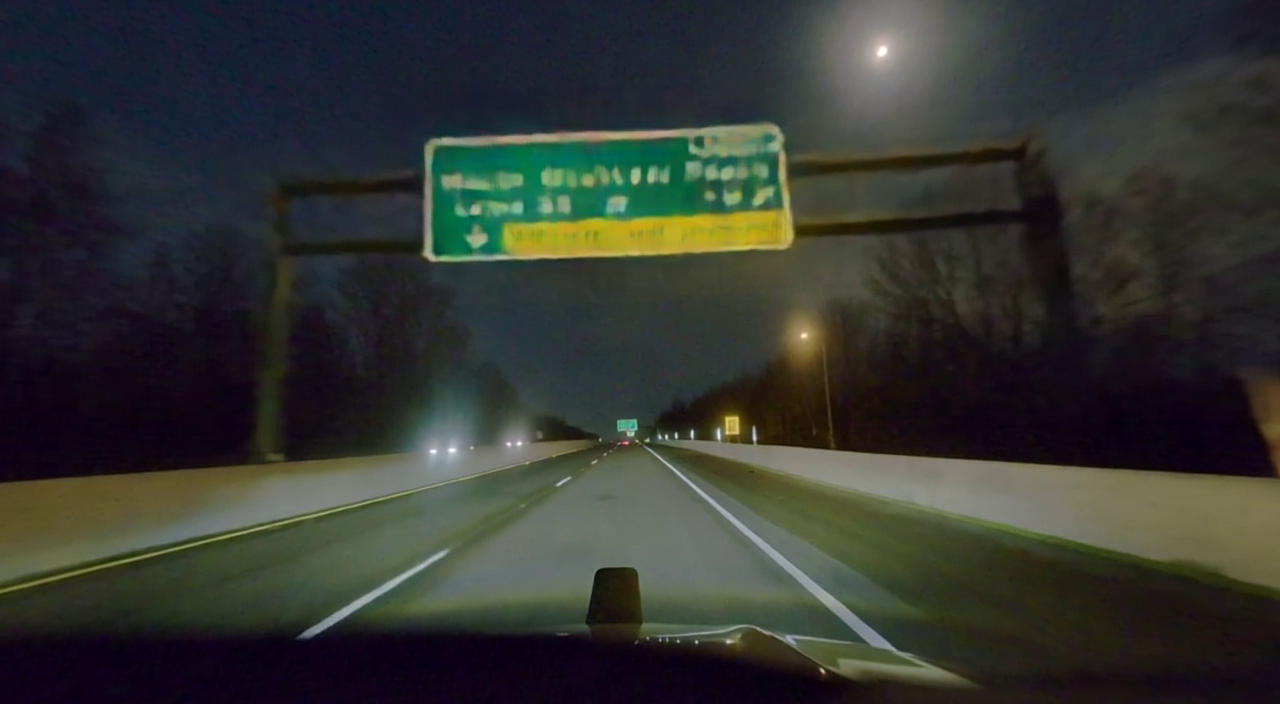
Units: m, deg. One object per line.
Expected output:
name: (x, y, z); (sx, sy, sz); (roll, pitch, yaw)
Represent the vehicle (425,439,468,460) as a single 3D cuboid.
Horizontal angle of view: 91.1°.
vehicle: (-14.899, 7.510, 48.612); (1.884, 1.540, 4.588); (0, -8, 0)
